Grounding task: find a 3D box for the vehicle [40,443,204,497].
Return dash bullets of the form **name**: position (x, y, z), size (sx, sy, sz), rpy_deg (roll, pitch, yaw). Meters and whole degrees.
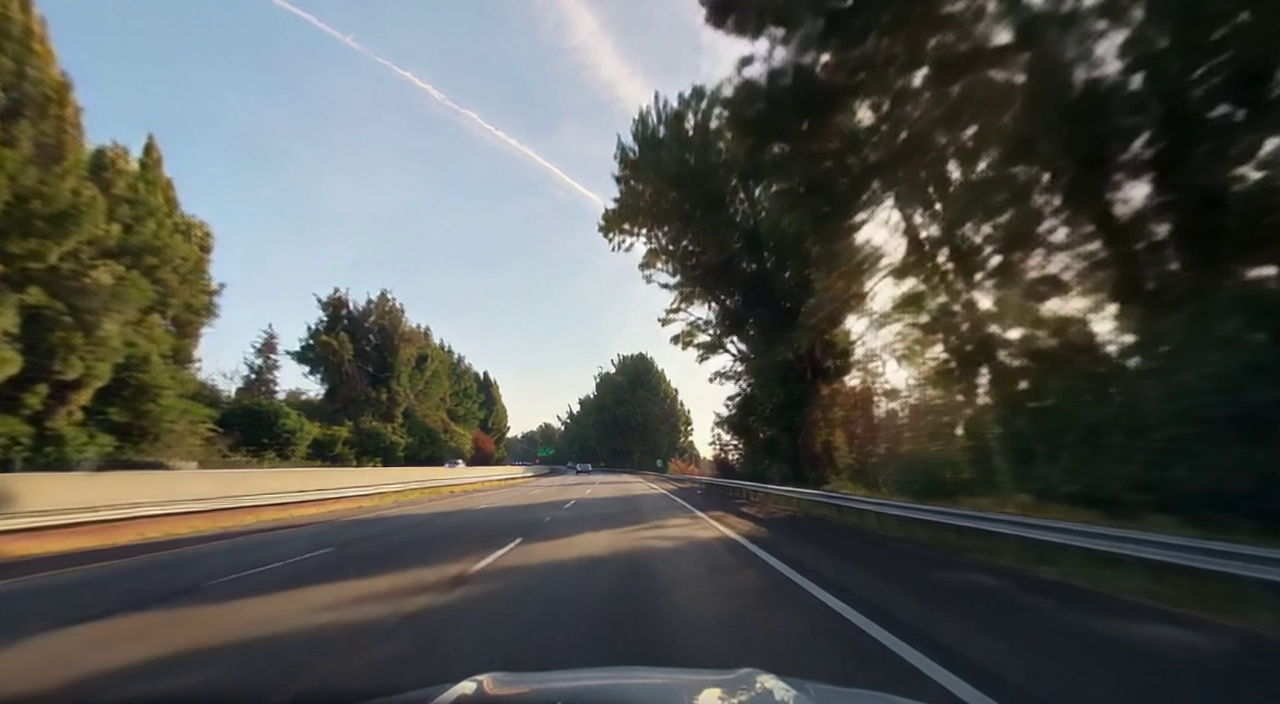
- **vehicle**: position (-16.322, 3.775, 20.182), size (1.832, 1.501, 3.975), rpy_deg (1, -11, 0)
